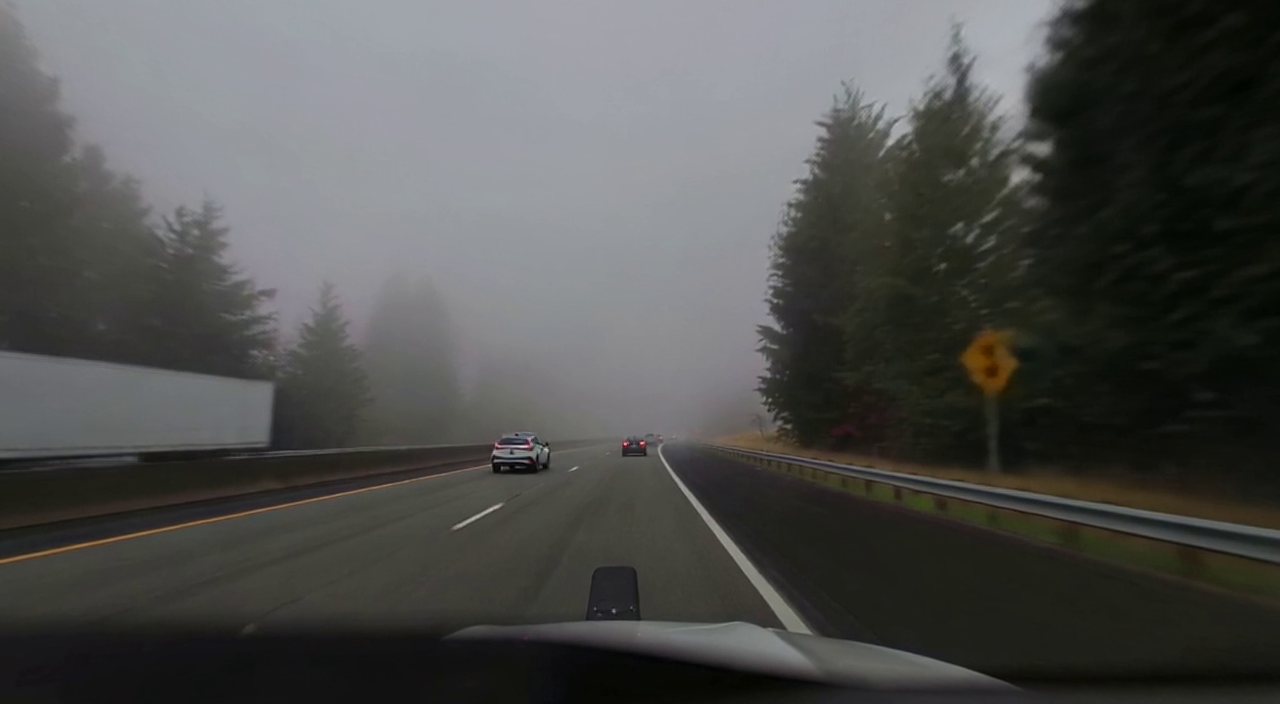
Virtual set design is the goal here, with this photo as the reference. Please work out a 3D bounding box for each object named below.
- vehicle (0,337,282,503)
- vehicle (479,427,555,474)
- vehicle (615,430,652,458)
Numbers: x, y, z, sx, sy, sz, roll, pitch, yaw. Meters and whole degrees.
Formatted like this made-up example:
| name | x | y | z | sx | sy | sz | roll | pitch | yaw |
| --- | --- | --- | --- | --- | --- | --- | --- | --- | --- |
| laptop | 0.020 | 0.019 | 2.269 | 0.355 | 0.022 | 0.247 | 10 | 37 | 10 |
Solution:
| name | x | y | z | sx | sy | sz | roll | pitch | yaw |
| --- | --- | --- | --- | --- | --- | --- | --- | --- | --- |
| vehicle | -17.564 | 2.396 | 20.560 | 3.215 | 4.104 | 14.389 | -1 | -8 | 0 |
| vehicle | -4.709 | 3.852 | 24.803 | 2.075 | 1.653 | 4.317 | -1 | -8 | 1 |
| vehicle | -0.413 | 5.758 | 39.430 | 2.146 | 1.636 | 4.026 | 0 | -8 | -1 |
